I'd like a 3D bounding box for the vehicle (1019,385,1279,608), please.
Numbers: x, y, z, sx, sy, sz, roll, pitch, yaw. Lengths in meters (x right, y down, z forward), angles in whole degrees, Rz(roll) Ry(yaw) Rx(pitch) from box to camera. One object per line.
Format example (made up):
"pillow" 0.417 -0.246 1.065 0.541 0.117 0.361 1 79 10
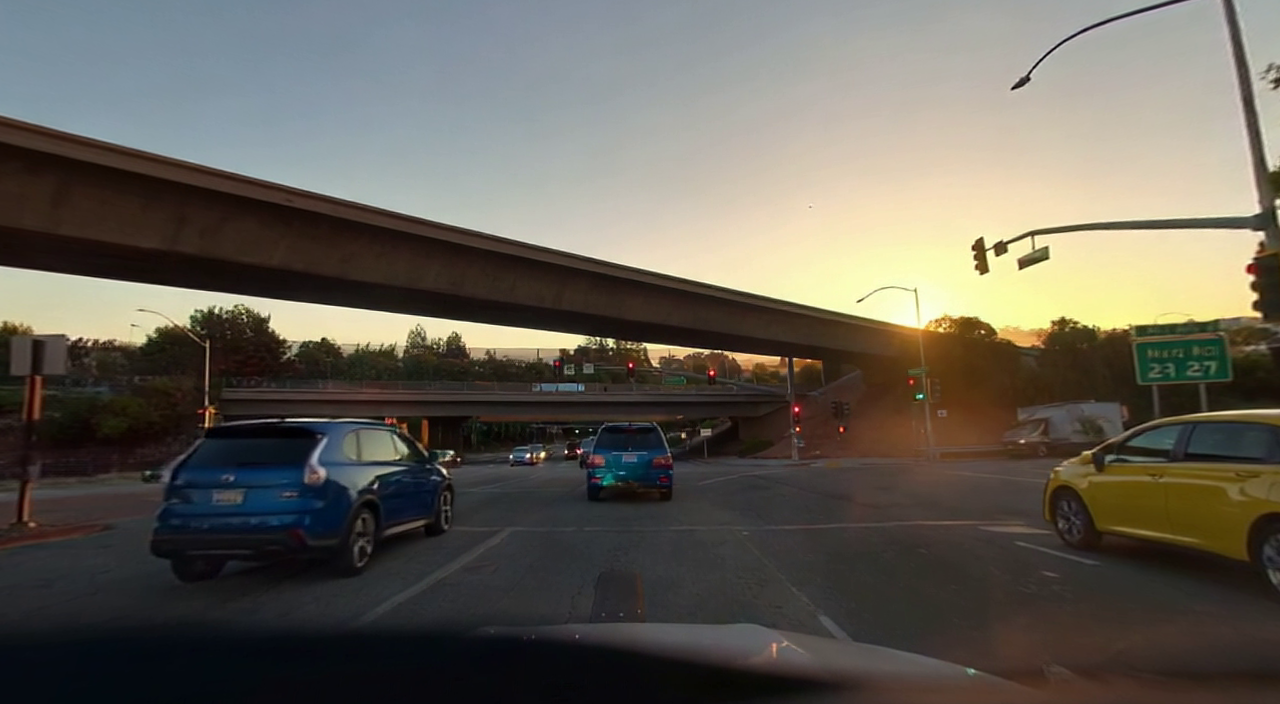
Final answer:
"vehicle" 6.218 1.351 6.370 2.074 1.785 4.320 0 -8 0

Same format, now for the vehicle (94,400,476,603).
"vehicle" -3.749 1.661 7.978 2.060 1.768 4.681 0 -8 0

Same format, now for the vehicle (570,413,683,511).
"vehicle" -0.349 2.623 15.498 2.342 2.026 4.642 0 -8 -2
